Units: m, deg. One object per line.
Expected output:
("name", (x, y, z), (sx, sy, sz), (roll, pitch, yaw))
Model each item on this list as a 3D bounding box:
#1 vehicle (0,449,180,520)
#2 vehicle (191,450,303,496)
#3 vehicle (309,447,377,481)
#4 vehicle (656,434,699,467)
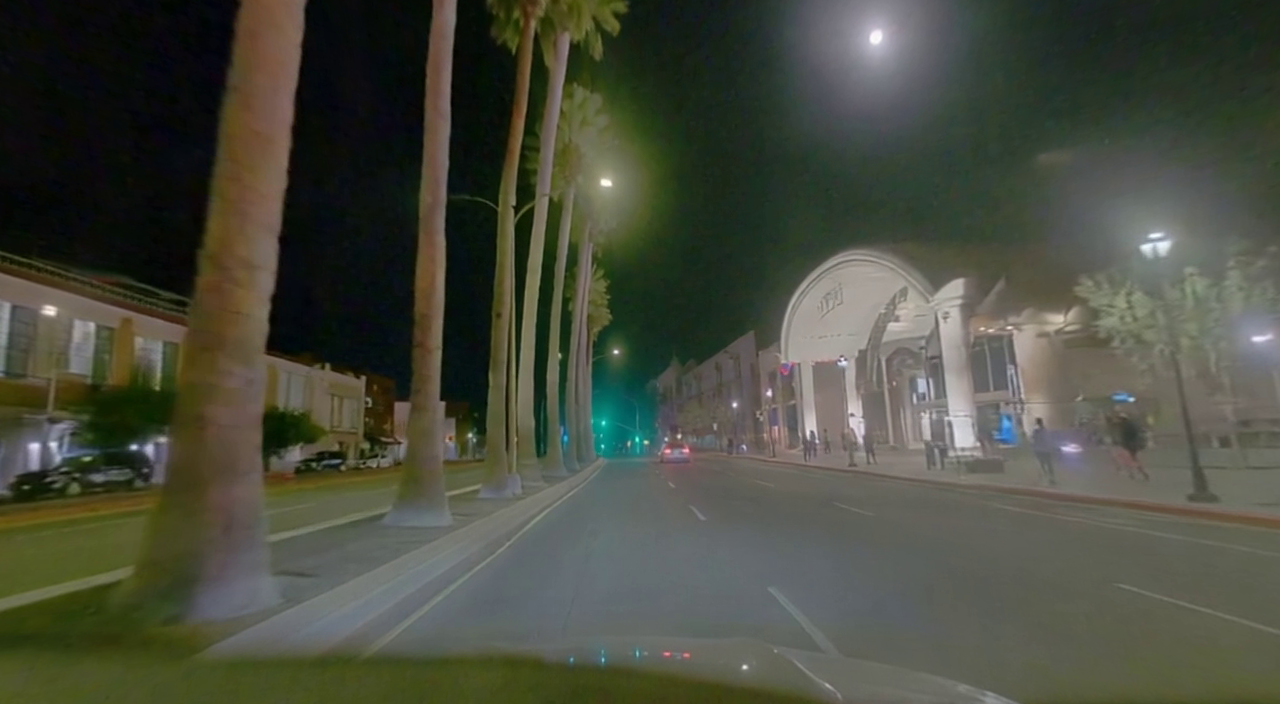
("vehicle", (-17.771, 4.198, 20.626), (1.947, 1.871, 4.855), (-3, -8, -2))
("vehicle", (-18.168, 5.579, 29.584), (2.049, 1.878, 5.125), (-1, -9, -2))
("vehicle", (-18.500, 6.973, 39.639), (2.136, 1.890, 4.670), (-3, -8, -1))
("vehicle", (2.404, 6.591, 42.541), (2.284, 2.010, 6.670), (0, -8, -1))
